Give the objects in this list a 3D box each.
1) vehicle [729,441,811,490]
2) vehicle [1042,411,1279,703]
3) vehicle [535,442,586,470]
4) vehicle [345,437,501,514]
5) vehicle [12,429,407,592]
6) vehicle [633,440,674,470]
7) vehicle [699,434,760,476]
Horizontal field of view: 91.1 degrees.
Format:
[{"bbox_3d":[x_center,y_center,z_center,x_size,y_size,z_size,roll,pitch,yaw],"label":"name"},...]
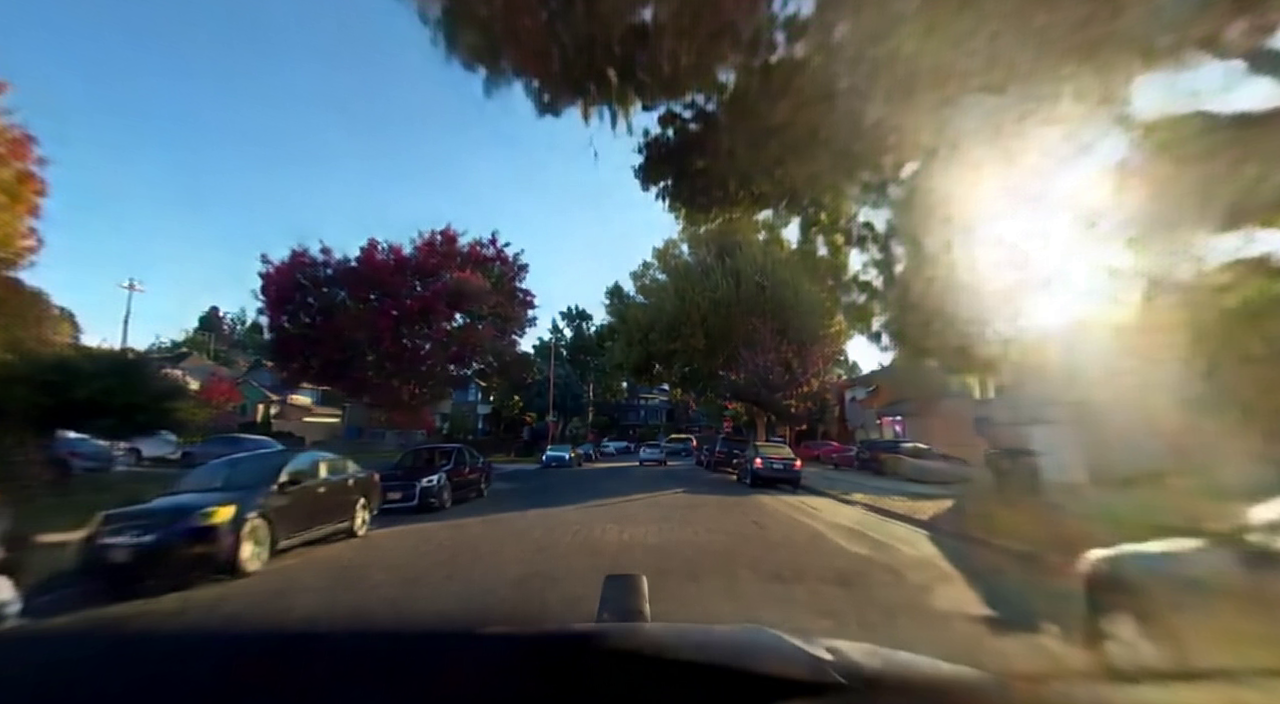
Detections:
[{"bbox_3d":[4.289,3.804,21.464,1.876,1.477,4.324,0,-8,0],"label":"vehicle"},{"bbox_3d":[3.740,0.918,1.859,2.068,1.558,4.511,0,-8,0],"label":"vehicle"},{"bbox_3d":[-4.310,5.721,34.748,1.999,1.441,4.628,-1,-9,3],"label":"vehicle"},{"bbox_3d":[-4.793,2.776,14.712,1.909,1.492,4.615,0,-8,2],"label":"vehicle"},{"bbox_3d":[-4.860,1.811,8.104,1.876,1.500,4.361,0,-9,2],"label":"vehicle"},{"bbox_3d":[0.679,5.432,33.360,2.010,1.499,4.107,0,-9,0],"label":"vehicle"},{"bbox_3d":[4.080,4.753,29.302,2.144,1.751,4.472,2,-8,0],"label":"vehicle"}]
